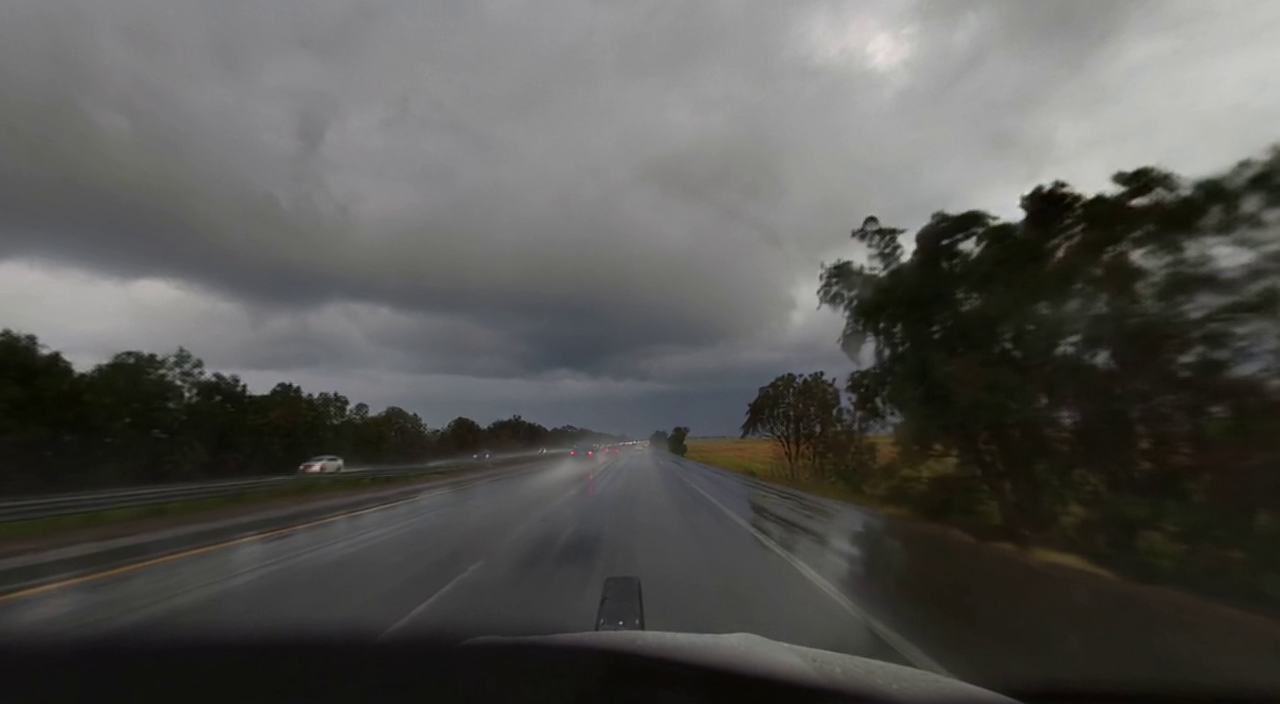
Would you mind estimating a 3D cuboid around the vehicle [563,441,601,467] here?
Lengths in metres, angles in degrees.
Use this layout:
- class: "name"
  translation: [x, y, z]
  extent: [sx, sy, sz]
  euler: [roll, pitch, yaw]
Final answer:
- class: "vehicle"
  translation: [-3.994, 7.095, 44.064]
  extent: [2.132, 1.701, 4.303]
  euler: [0, -9, 1]
